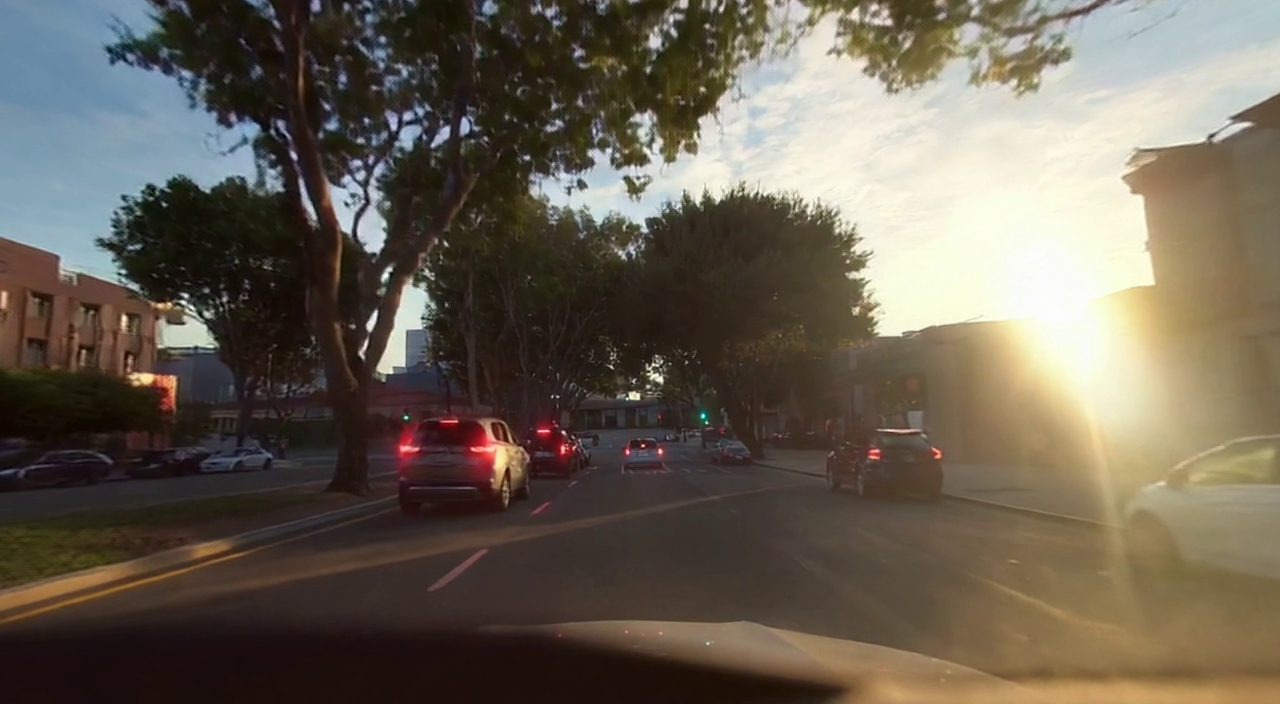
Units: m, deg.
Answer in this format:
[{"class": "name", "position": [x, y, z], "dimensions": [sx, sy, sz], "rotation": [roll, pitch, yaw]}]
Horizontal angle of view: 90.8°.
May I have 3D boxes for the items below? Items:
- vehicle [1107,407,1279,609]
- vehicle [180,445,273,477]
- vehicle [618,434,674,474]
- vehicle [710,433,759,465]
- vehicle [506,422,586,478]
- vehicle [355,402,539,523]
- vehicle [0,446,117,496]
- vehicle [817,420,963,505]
[{"class": "vehicle", "position": [6.630, 1.341, 5.424], "dimensions": [2.164, 1.727, 3.955], "rotation": [0, -8, 0]}, {"class": "vehicle", "position": [-22.452, 5.921, 34.553], "dimensions": [2.148, 1.607, 4.428], "rotation": [0, -8, -1]}, {"class": "vehicle", "position": [0.189, 4.387, 27.385], "dimensions": [2.201, 1.589, 3.843], "rotation": [0, -8, -3]}, {"class": "vehicle", "position": [5.951, 6.221, 40.486], "dimensions": [2.300, 1.903, 4.579], "rotation": [0, -8, -2]}, {"class": "vehicle", "position": [-3.577, 3.886, 25.134], "dimensions": [2.487, 1.978, 4.628], "rotation": [0, -8, 0]}, {"class": "vehicle", "position": [-3.550, 2.164, 12.837], "dimensions": [2.223, 1.957, 4.845], "rotation": [0, -8, 0]}, {"class": "vehicle", "position": [-22.212, 4.307, 23.240], "dimensions": [1.910, 1.632, 4.624], "rotation": [0, -8, 0]}, {"class": "vehicle", "position": [6.388, 2.868, 16.799], "dimensions": [1.997, 1.943, 4.409], "rotation": [0, -8, -1]}]
